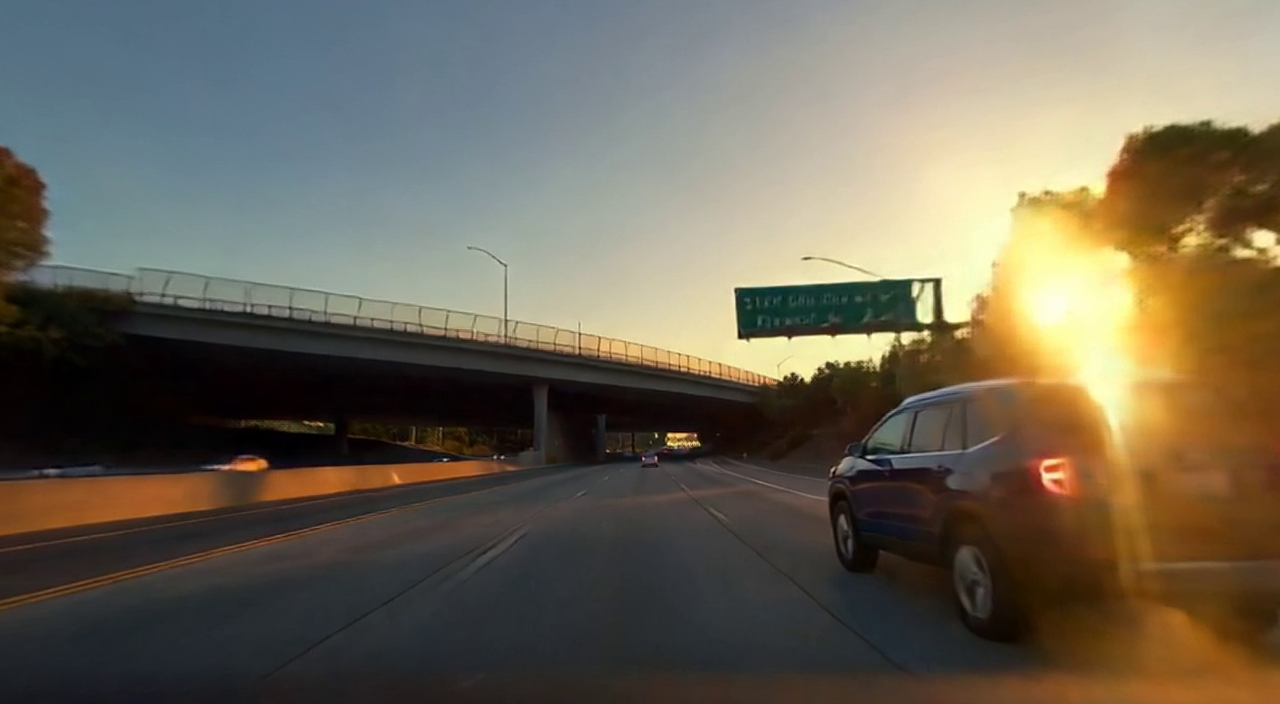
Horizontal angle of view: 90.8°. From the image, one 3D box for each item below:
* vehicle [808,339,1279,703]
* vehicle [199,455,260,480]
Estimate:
[{"bbox_3d":[3.302,1.249,5.589,2.155,1.918,4.945,0,-9,-1],"label":"vehicle"},{"bbox_3d":[-29.867,8.405,46.138,1.866,1.478,4.213,-1,-7,-4],"label":"vehicle"}]
